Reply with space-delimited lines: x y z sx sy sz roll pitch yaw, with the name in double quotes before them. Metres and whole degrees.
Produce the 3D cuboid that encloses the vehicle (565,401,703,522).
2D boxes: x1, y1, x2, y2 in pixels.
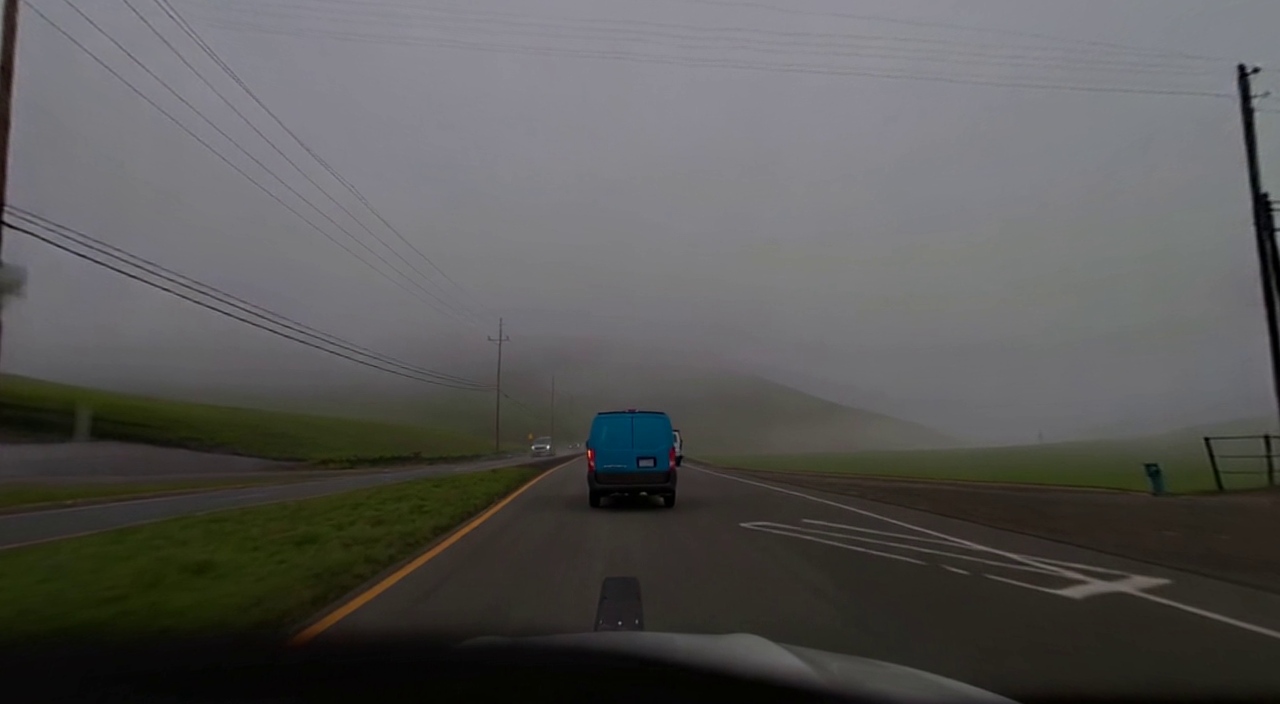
"vehicle" -0.193 2.293 13.622 2.454 2.144 4.535 0 -8 -2
